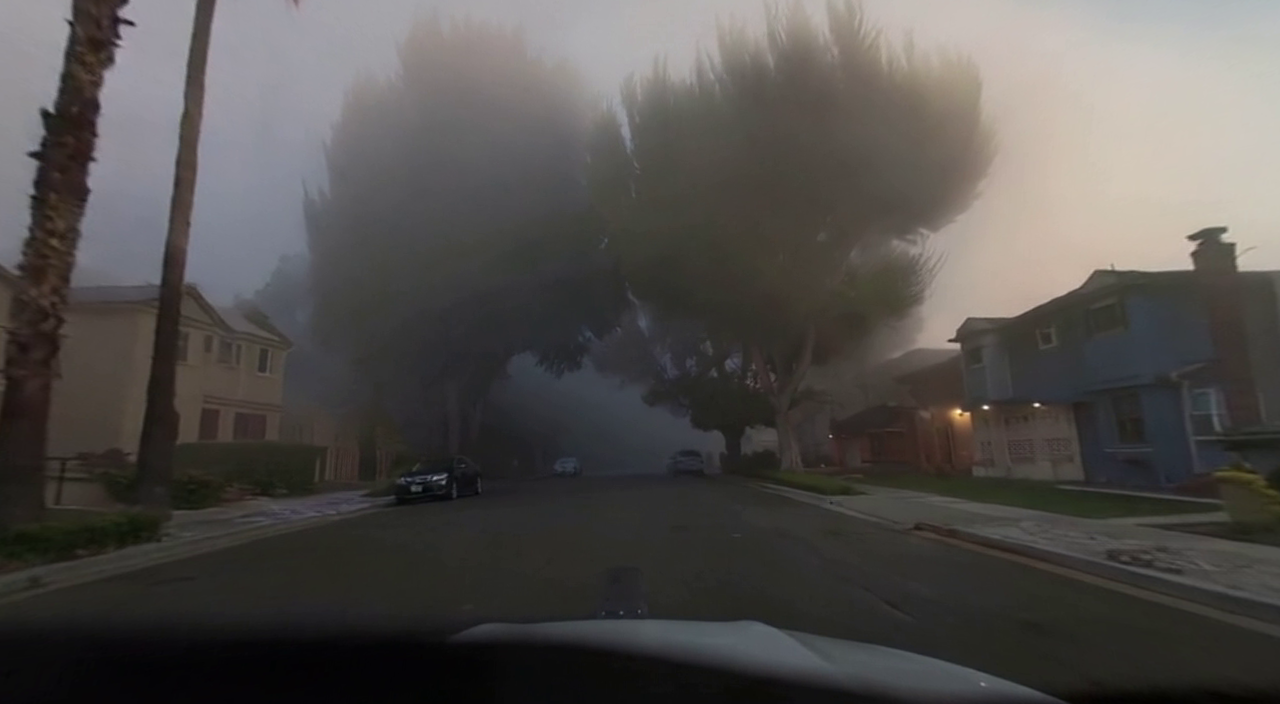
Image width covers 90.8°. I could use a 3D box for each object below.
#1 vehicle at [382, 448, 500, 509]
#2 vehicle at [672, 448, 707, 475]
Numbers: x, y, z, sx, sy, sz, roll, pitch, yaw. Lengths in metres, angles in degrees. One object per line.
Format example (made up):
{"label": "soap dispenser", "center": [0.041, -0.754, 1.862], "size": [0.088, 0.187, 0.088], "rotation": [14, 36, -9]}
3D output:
{"label": "vehicle", "center": [-5.717, 3.661, 18.881], "size": [2.079, 1.486, 4.877], "rotation": [-2, -8, -2]}
{"label": "vehicle", "center": [3.564, 7.954, 46.141], "size": [1.976, 1.771, 4.377], "rotation": [3, -9, -2]}
